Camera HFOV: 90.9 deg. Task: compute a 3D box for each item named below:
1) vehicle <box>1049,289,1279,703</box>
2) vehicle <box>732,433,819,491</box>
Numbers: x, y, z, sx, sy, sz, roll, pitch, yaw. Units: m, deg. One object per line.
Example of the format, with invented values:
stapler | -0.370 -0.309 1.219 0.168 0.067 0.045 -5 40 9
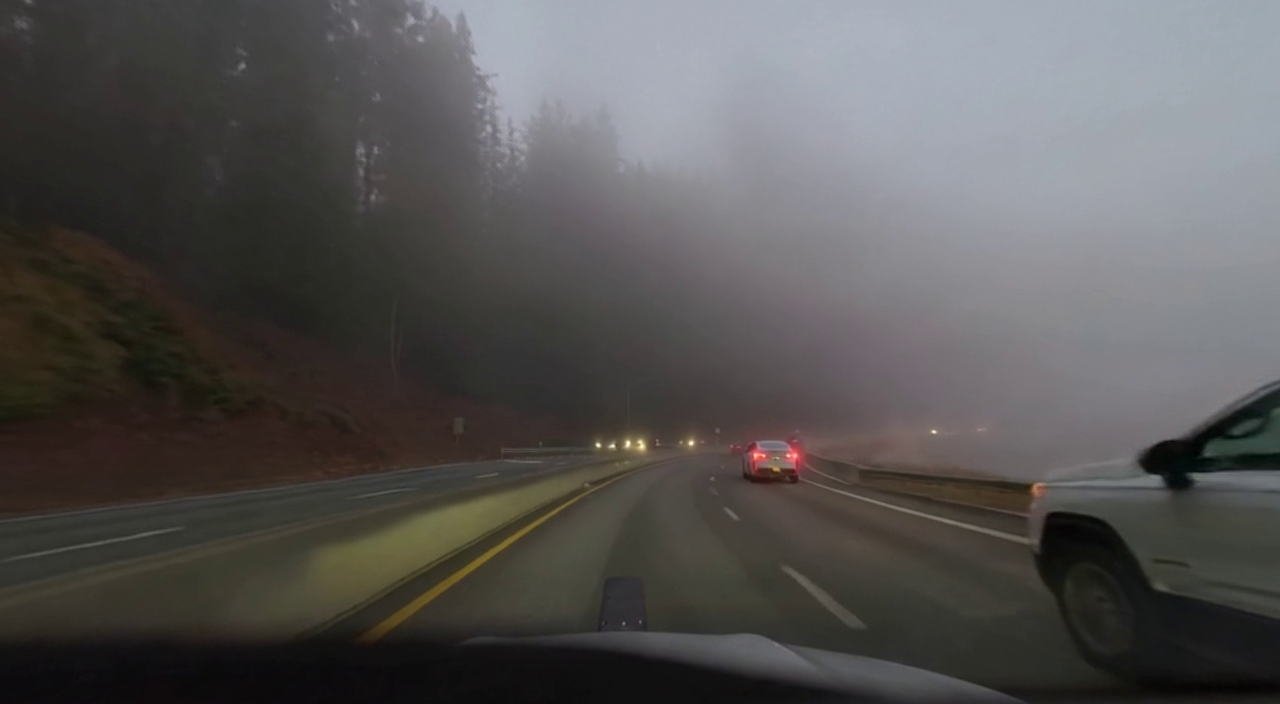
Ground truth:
vehicle | 3.555 0.549 1.239 2.270 1.897 4.822 0 -8 1
vehicle | 4.400 3.645 21.241 2.112 1.708 4.380 0 -8 2
